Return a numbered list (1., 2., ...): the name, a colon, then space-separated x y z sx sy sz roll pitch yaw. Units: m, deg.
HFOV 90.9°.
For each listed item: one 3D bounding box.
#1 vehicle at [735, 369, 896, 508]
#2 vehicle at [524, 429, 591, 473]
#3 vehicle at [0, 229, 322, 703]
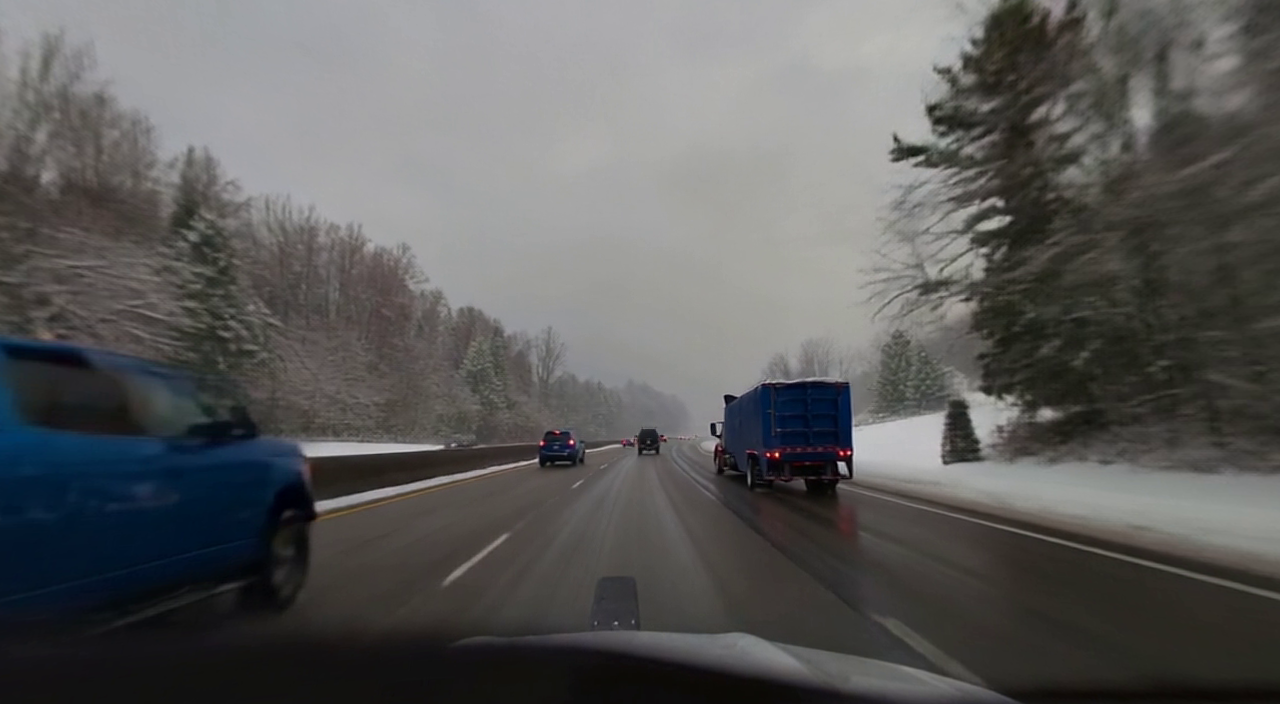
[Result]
1. vehicle: 3.565 1.869 13.778 2.256 2.568 4.049 0 -8 -1
2. vehicle: -3.157 3.877 24.955 2.008 1.588 4.147 0 -8 1
3. vehicle: -3.301 0.542 1.890 2.204 1.991 4.720 0 -8 0
